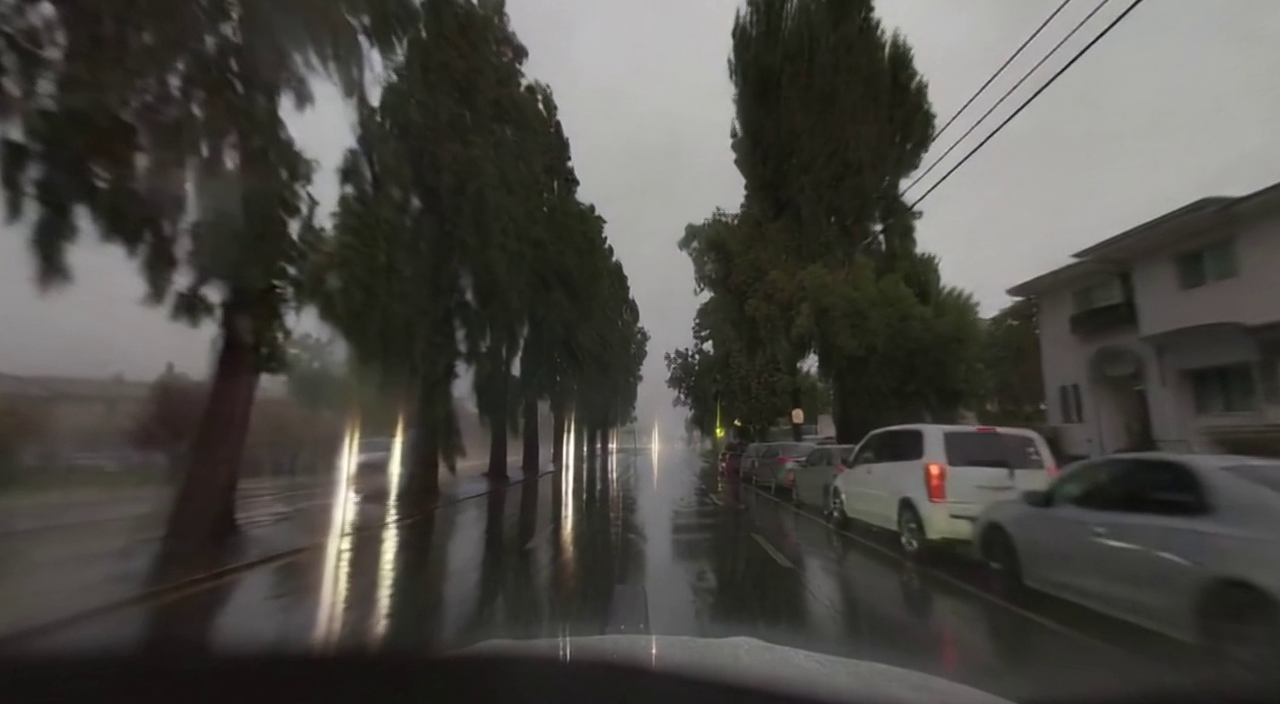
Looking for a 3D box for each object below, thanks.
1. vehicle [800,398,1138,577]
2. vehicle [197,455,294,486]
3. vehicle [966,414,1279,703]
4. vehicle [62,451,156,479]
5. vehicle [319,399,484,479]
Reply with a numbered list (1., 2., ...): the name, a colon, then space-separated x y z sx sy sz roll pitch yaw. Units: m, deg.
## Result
1. vehicle: 4.041 1.750 9.033 2.108 1.827 4.844 0 -8 -1
2. vehicle: -22.879 6.868 36.844 2.026 1.531 5.099 -1 -8 6
3. vehicle: 4.300 1.245 4.356 1.806 1.536 4.225 0 -8 0
4. vehicle: -33.698 7.176 40.097 4.231 1.650 2.053 -1 -8 3
5. vehicle: -12.531 4.930 35.598 3.222 3.589 13.866 -1 -8 3
